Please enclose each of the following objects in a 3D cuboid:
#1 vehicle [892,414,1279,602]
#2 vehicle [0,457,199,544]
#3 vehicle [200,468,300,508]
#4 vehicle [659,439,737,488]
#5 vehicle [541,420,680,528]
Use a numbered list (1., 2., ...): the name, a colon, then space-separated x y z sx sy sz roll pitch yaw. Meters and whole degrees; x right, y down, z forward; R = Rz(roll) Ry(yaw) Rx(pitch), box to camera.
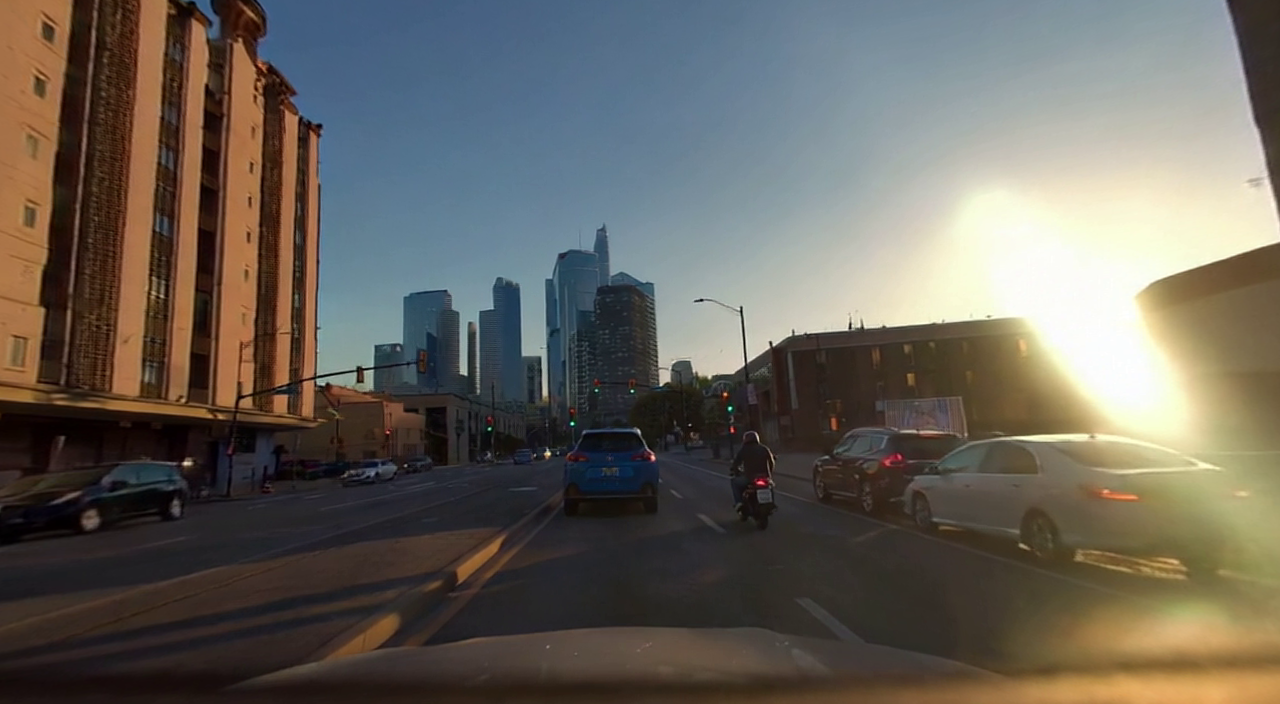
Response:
1. vehicle: 5.044 1.639 7.579 2.012 1.532 4.565 0 -9 -2
2. vehicle: -14.315 3.717 16.494 2.267 1.831 4.702 0 -9 -3
3. vehicle: -18.427 6.404 30.082 2.038 1.607 4.348 1 -9 -2
4. vehicle: 1.903 3.857 22.123 2.101 1.507 4.355 0 -9 -3
5. vehicle: -0.522 2.314 12.483 2.265 1.748 4.130 0 -9 -1
